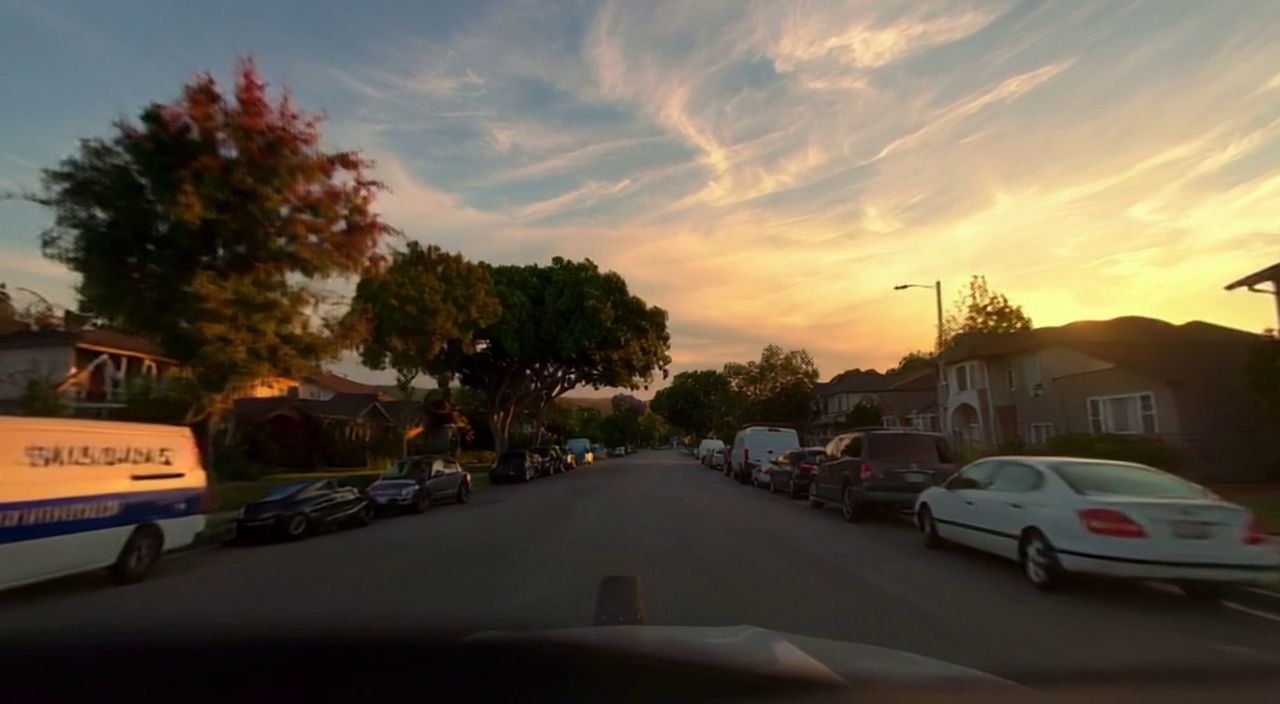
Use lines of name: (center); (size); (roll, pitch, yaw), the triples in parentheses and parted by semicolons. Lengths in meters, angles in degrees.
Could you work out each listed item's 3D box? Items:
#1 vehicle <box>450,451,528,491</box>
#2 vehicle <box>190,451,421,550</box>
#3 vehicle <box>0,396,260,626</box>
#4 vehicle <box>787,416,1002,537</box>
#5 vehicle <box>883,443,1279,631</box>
vehicle: (-6.116, 4.860, 26.189); (1.869, 1.467, 4.921); (-1, -9, 2)
vehicle: (-6.211, 2.764, 12.553); (1.840, 1.476, 4.739); (-2, -8, 3)
vehicle: (-6.638, 1.512, 6.179); (2.085, 1.997, 5.755); (-2, -8, 2)
vehicle: (4.672, 2.403, 12.823); (2.072, 1.883, 5.576); (0, -9, 0)
vehicle: (4.608, 1.796, 7.240); (1.811, 1.439, 4.521); (0, -9, 0)
